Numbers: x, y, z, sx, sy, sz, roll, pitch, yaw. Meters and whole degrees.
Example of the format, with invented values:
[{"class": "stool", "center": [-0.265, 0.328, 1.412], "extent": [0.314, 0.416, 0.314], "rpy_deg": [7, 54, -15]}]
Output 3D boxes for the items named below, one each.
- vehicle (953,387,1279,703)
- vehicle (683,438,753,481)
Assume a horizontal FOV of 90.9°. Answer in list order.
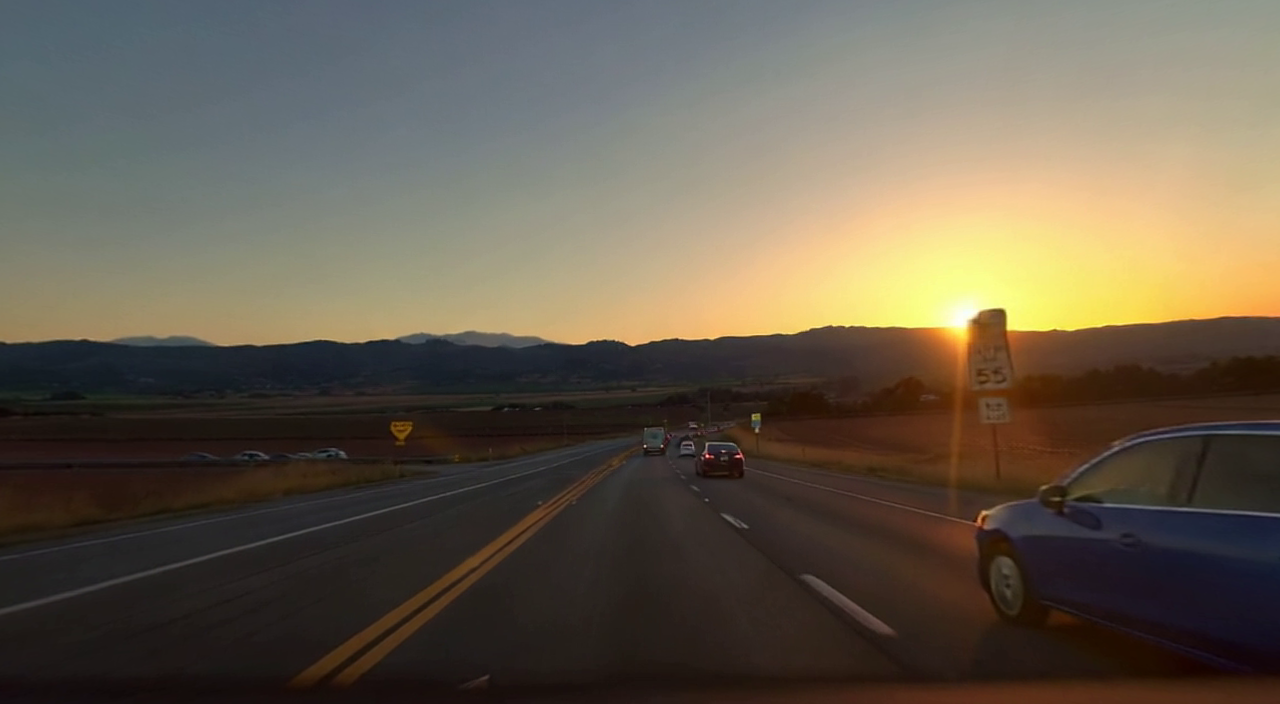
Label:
[{"class": "vehicle", "center": [3.601, 1.004, 3.161], "extent": [2.007, 1.534, 3.976], "rpy_deg": [0, -8, 0]}, {"class": "vehicle", "center": [2.939, 4.156, 24.690], "extent": [2.026, 1.531, 4.273], "rpy_deg": [0, -8, -2]}]
